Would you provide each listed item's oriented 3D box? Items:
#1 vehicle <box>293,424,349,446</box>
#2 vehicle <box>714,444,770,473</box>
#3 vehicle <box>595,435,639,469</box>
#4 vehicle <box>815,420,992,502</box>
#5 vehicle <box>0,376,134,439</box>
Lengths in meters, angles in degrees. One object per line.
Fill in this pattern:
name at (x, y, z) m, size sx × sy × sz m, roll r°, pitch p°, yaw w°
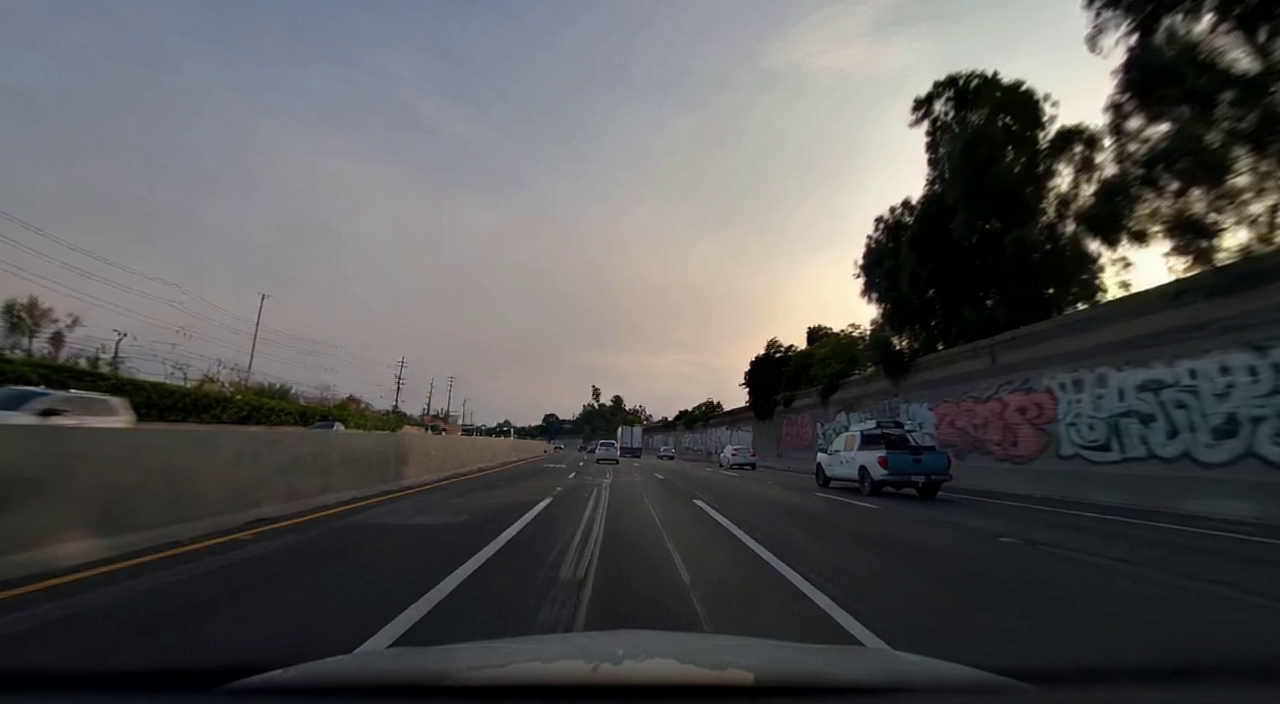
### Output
vehicle at (-22.886, 6.001, 45.495) m, size 1.870 × 1.492 × 4.545 m, roll 0°, pitch -9°, yaw -4°
vehicle at (5.666, 5.967, 35.678) m, size 2.032 × 1.525 × 4.631 m, roll 1°, pitch -9°, yaw -5°
vehicle at (-1.249, 5.227, 33.088) m, size 2.191 × 1.685 × 3.353 m, roll 0°, pitch -9°, yaw -3°
vehicle at (7.091, 3.029, 17.994) m, size 2.325 × 1.924 × 5.838 m, roll 0°, pitch -9°, yaw -2°
vehicle at (-10.209, 0.864, 9.710) m, size 1.728 × 0.864 × 3.903 m, roll 0°, pitch -9°, yaw -2°
